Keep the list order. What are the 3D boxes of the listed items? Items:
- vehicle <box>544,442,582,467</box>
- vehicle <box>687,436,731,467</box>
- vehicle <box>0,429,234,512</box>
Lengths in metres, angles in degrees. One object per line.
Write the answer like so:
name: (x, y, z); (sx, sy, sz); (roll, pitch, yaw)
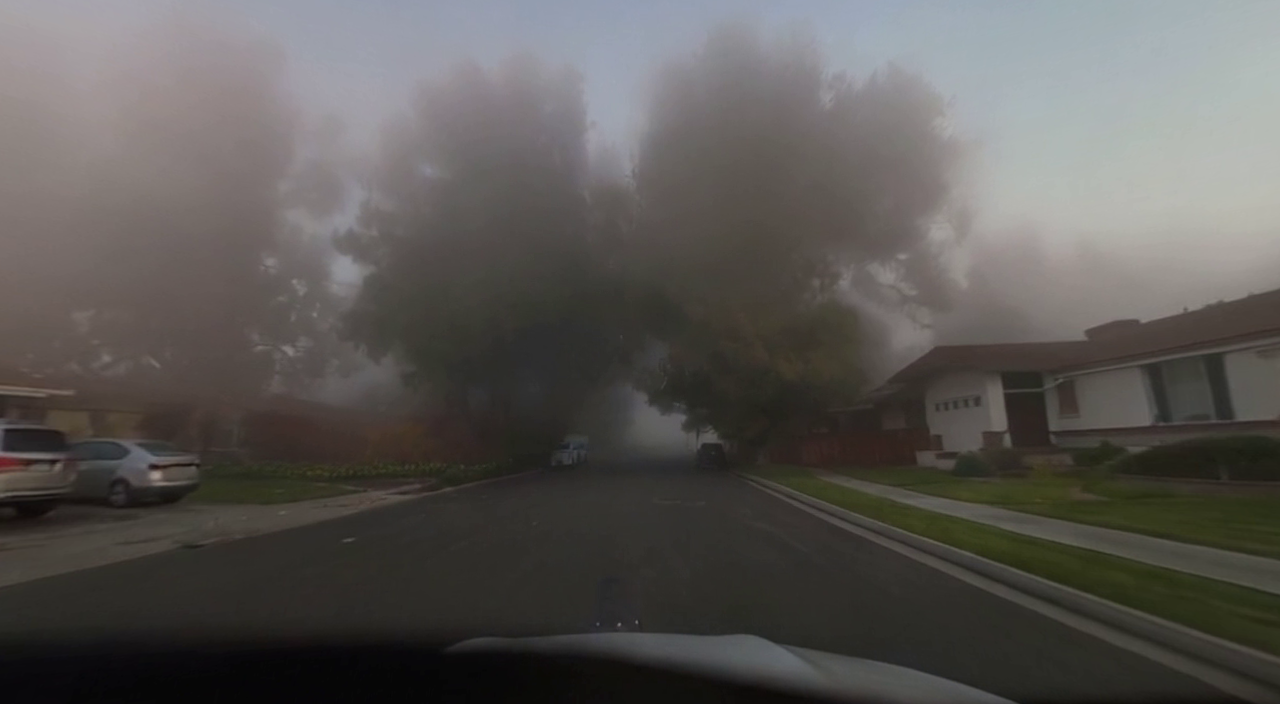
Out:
vehicle: (-5.424, 7.301, 44.968); (2.005, 1.706, 4.428); (-1, -8, 3)
vehicle: (4.127, 6.051, 38.360); (2.176, 1.762, 4.622); (0, -8, 1)
vehicle: (-13.013, 2.857, 15.418); (4.743, 1.849, 1.976); (0, -8, 2)
